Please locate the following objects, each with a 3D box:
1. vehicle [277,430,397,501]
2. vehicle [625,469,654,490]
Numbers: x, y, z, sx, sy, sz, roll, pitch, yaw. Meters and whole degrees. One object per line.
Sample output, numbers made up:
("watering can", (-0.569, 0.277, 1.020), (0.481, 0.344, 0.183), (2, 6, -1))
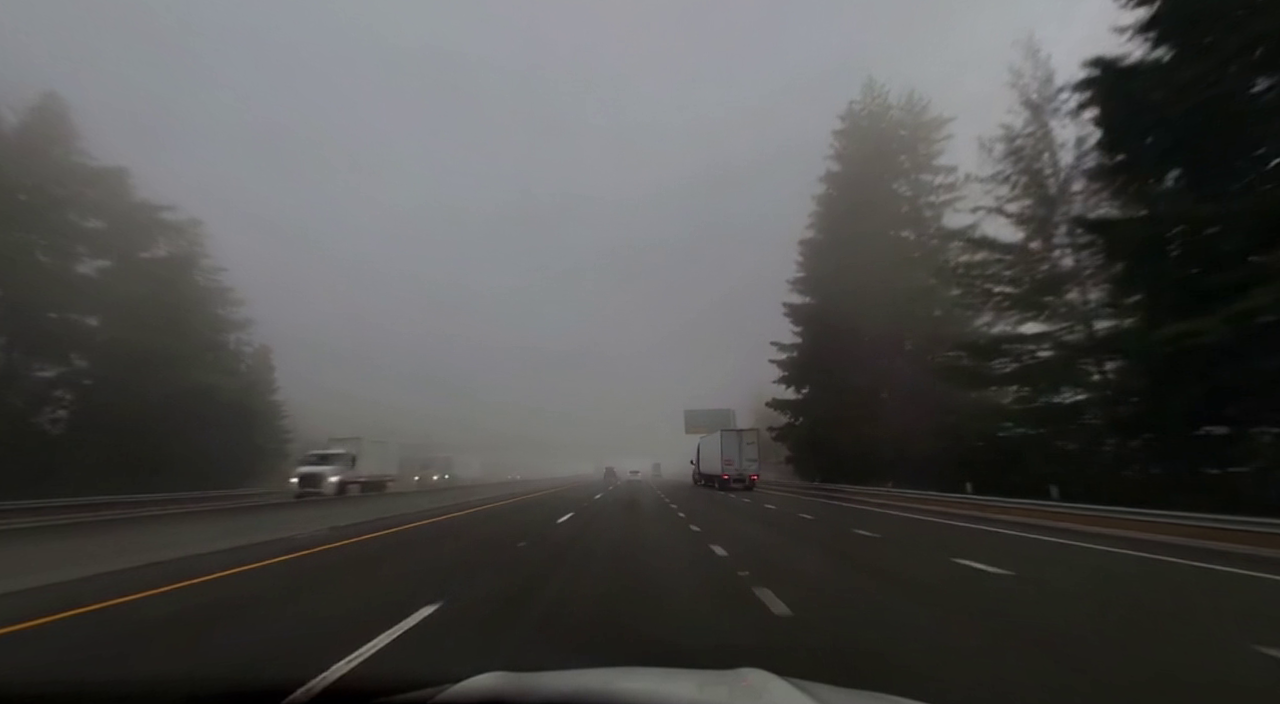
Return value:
("vehicle", (-15.217, 5.851, 32.380), (2.627, 3.182, 7.238), (1, -11, -2))
("vehicle", (-0.056, 9.279, 46.037), (2.029, 1.459, 3.684), (1, -10, 0))
